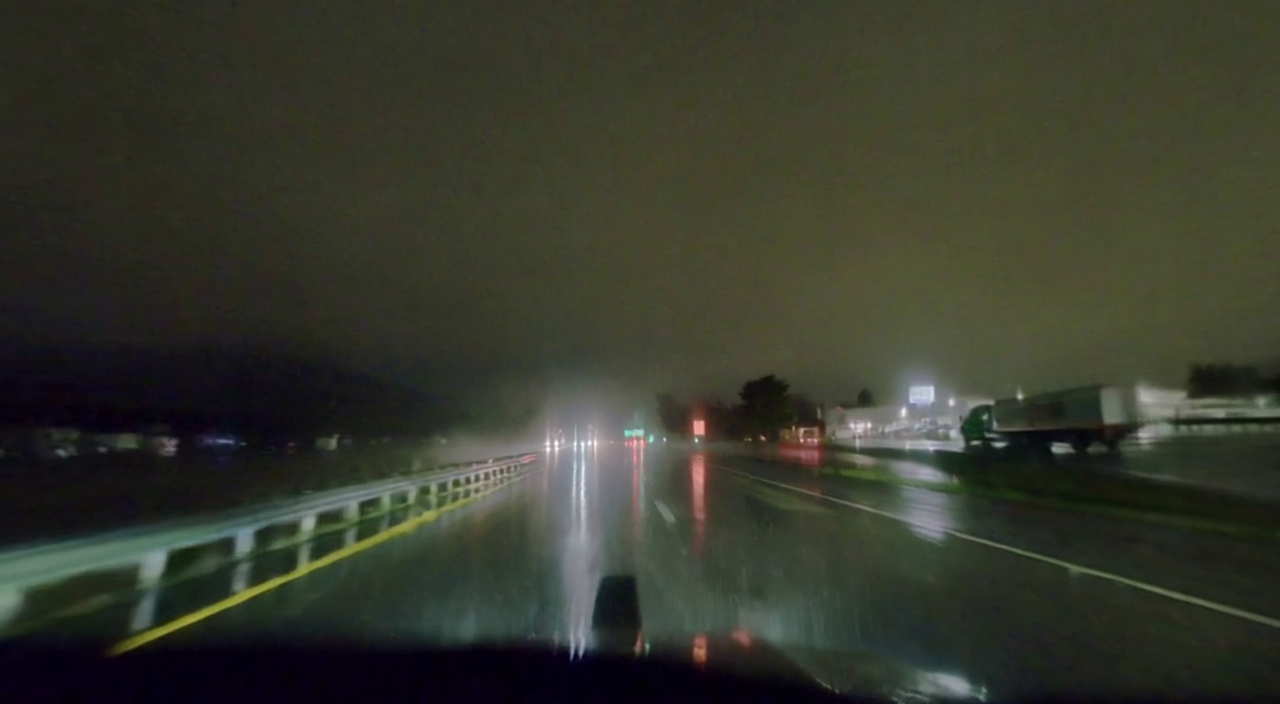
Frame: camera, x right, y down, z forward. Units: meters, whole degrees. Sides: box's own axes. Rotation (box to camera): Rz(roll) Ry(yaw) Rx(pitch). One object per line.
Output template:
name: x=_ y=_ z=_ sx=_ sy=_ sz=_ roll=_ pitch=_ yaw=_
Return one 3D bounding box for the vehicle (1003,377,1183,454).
vehicle: x=31.630 y=4.871 z=45.785 sx=3.114 sy=4.328 sz=18.495 roll=-5 pitch=-8 yaw=12
